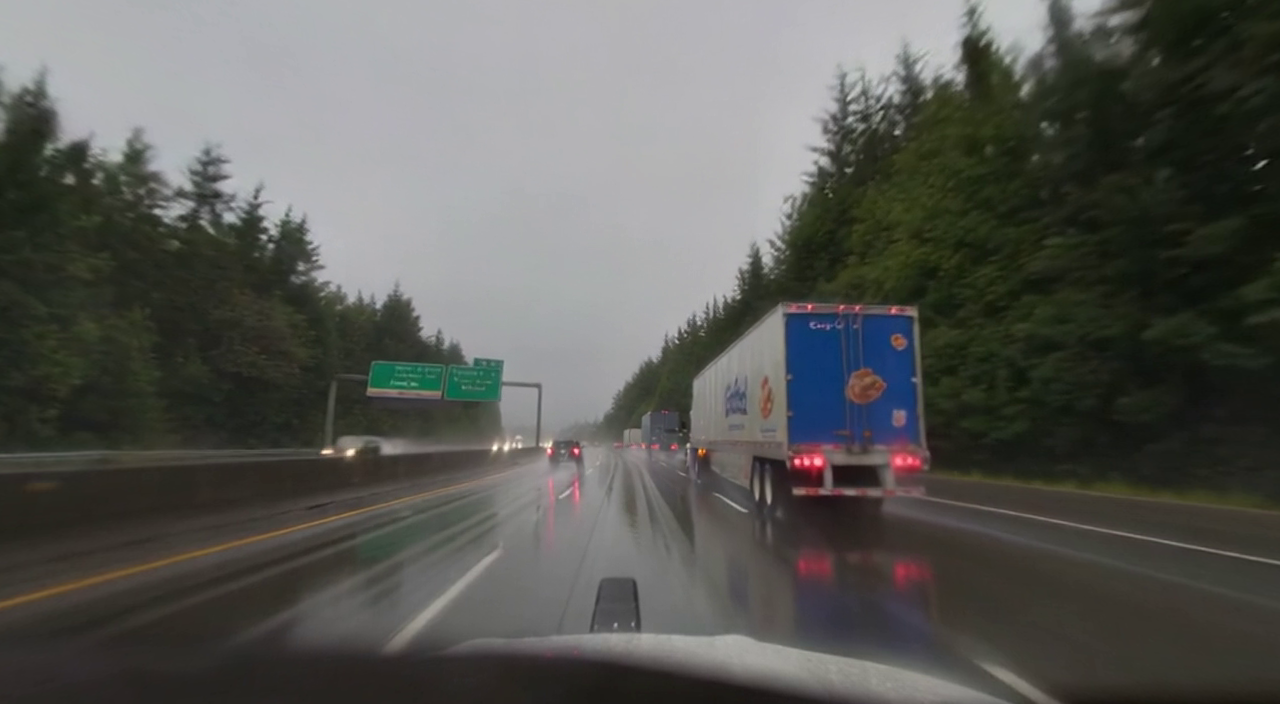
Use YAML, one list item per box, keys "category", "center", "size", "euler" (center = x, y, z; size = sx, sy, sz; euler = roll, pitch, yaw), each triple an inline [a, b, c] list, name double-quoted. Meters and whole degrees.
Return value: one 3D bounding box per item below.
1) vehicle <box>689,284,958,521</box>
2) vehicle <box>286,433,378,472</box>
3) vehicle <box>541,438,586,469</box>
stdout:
- category: "vehicle"
  center: [3.605, 1.740, 17.273]
  size: [2.948, 4.045, 13.051]
  euler: [0, -8, -2]
- category: "vehicle"
  center: [-12.381, 4.052, 25.560]
  size: [1.908, 1.442, 3.757]
  euler: [0, -8, -2]
- category: "vehicle"
  center: [-4.352, 5.809, 36.293]
  size: [2.206, 1.644, 4.027]
  euler: [0, -8, -2]
